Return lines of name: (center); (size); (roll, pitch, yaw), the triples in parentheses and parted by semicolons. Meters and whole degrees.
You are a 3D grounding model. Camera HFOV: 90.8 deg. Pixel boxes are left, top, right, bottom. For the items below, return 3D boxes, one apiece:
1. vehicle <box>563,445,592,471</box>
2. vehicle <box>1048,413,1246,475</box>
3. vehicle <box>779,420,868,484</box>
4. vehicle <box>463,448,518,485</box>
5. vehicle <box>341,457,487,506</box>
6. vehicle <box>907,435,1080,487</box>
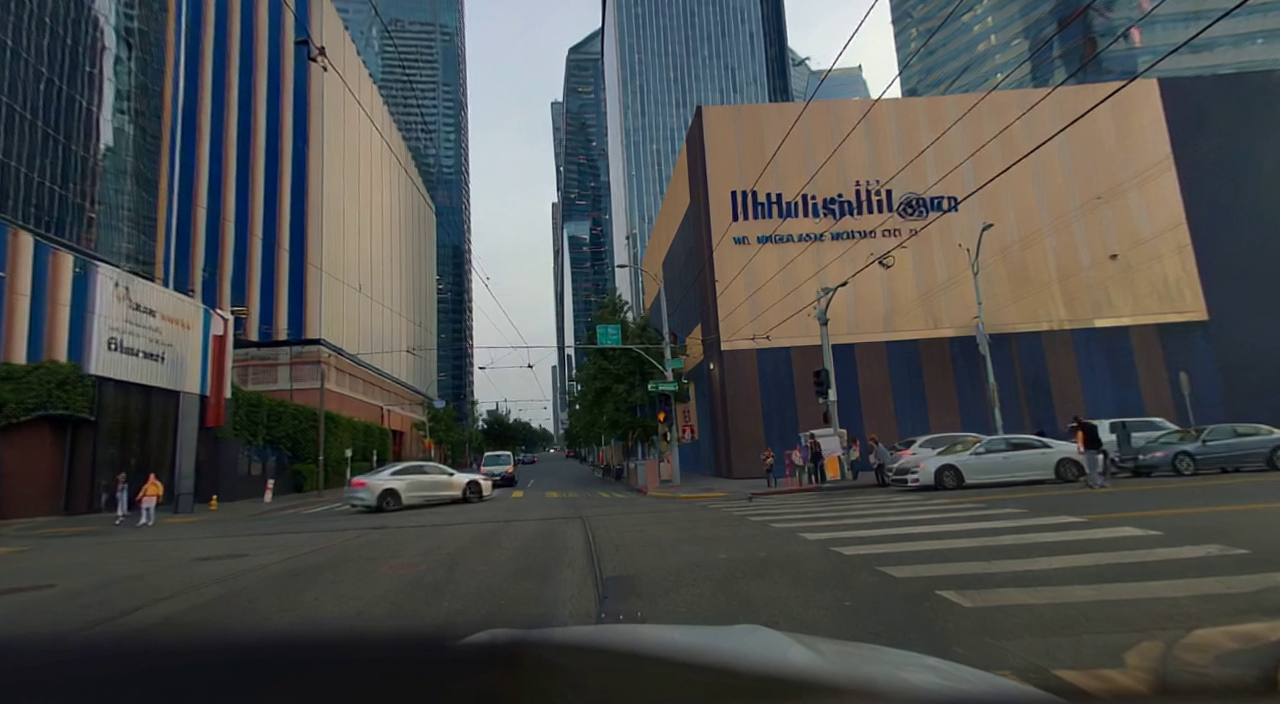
vehicle: (-4.815, 8.203, 49.169); (2.137, 1.910, 5.120); (1, -9, -4)
vehicle: (16.759, 3.049, 21.070); (4.944, 1.946, 1.952); (0, -8, -3)
vehicle: (7.578, 4.108, 26.631); (2.316, 2.425, 4.466); (1, -7, -2)
vehicle: (-8.453, 6.494, 36.146); (2.121, 1.792, 4.510); (-4, -8, -2)
vehicle: (-7.962, 4.549, 22.617); (1.797, 1.490, 4.549); (-8, -11, 41)
vehicle: (11.395, 3.524, 20.546); (4.697, 1.510, 1.596); (0, -9, -4)
